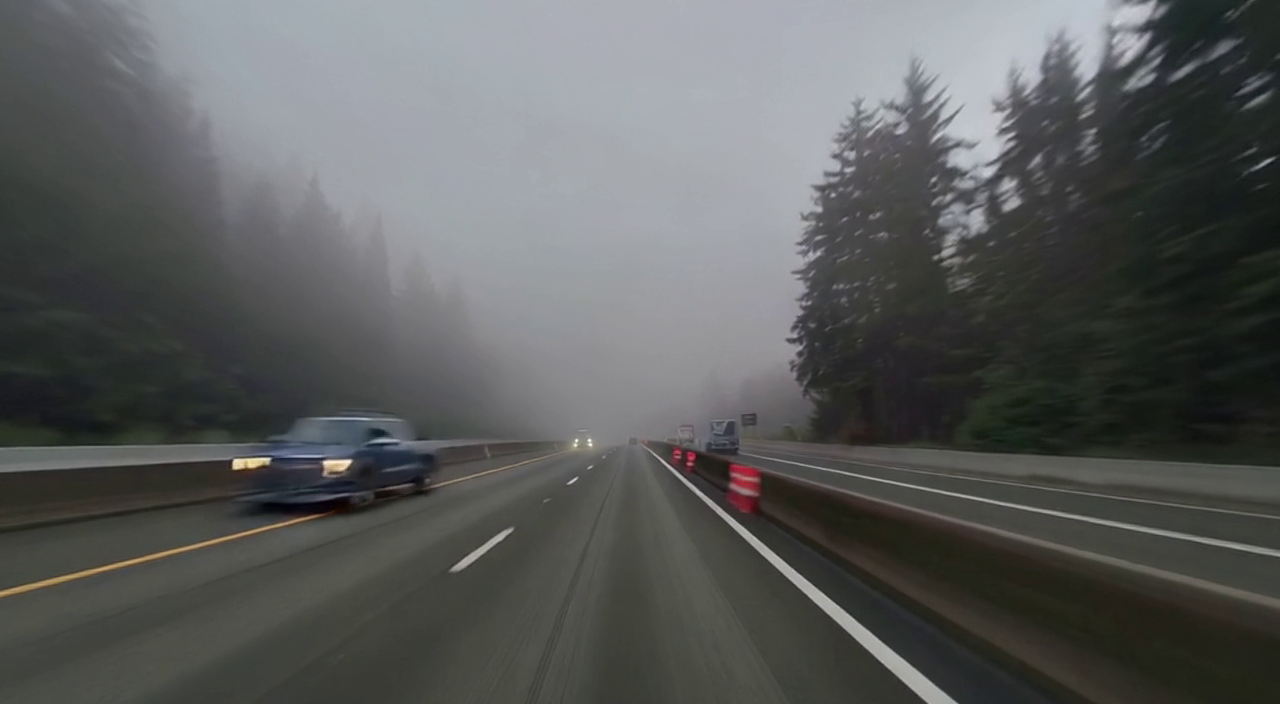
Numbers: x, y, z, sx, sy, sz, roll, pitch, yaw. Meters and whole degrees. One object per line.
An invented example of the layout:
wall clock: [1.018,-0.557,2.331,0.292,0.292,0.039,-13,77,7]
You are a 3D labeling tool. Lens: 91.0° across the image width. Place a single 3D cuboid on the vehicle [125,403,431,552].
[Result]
vehicle: [-5.010,1.784,9.710,2.067,1.721,4.529,0,-8,-1]
